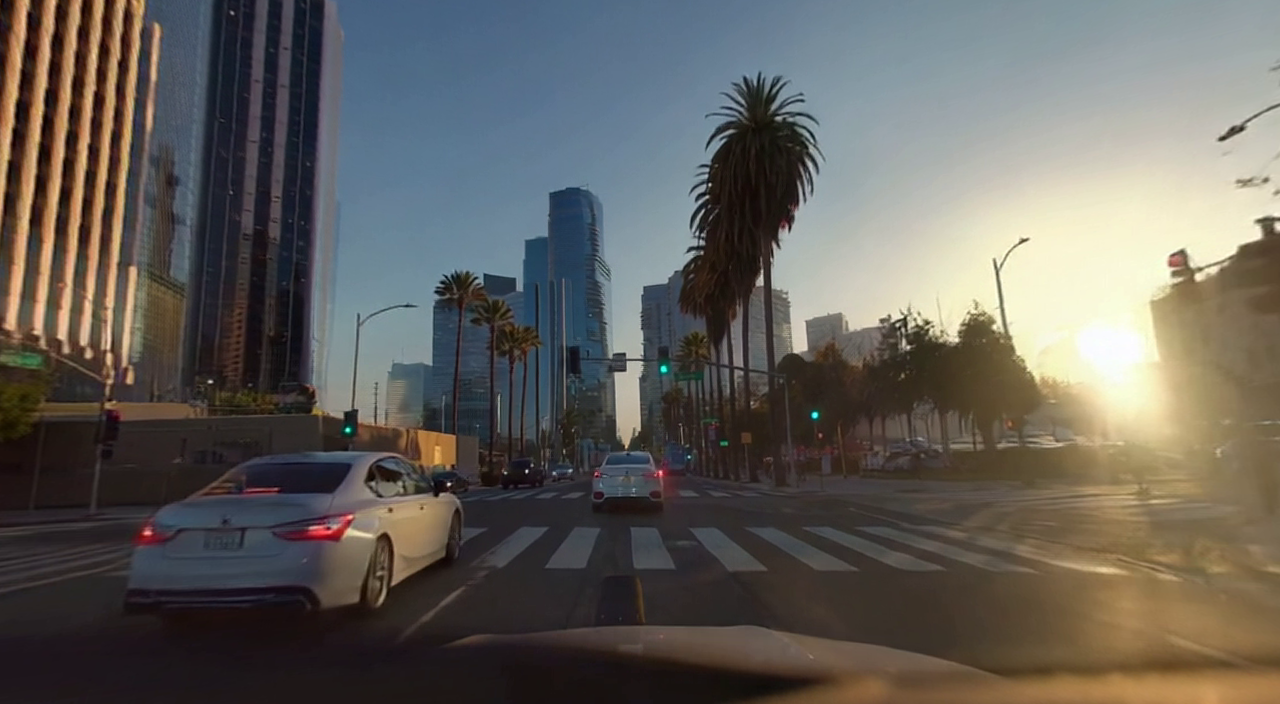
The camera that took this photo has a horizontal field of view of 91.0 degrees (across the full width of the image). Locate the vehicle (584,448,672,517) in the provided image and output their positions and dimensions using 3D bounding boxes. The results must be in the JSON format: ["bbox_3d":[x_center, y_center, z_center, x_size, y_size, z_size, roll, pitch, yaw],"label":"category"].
[{"bbox_3d":[-0.310,3.466,17.270,2.145,1.632,3.972,0,-9,-1],"label":"vehicle"}]

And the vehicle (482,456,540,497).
[{"bbox_3d":[-6.706,6.486,33.253,2.070,1.893,4.738,0,-9,0],"label":"vehicle"}]

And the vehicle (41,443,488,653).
[{"bbox_3d":[-3.303,1.780,6.975,2.096,1.492,4.666,0,-9,0],"label":"vehicle"}]
